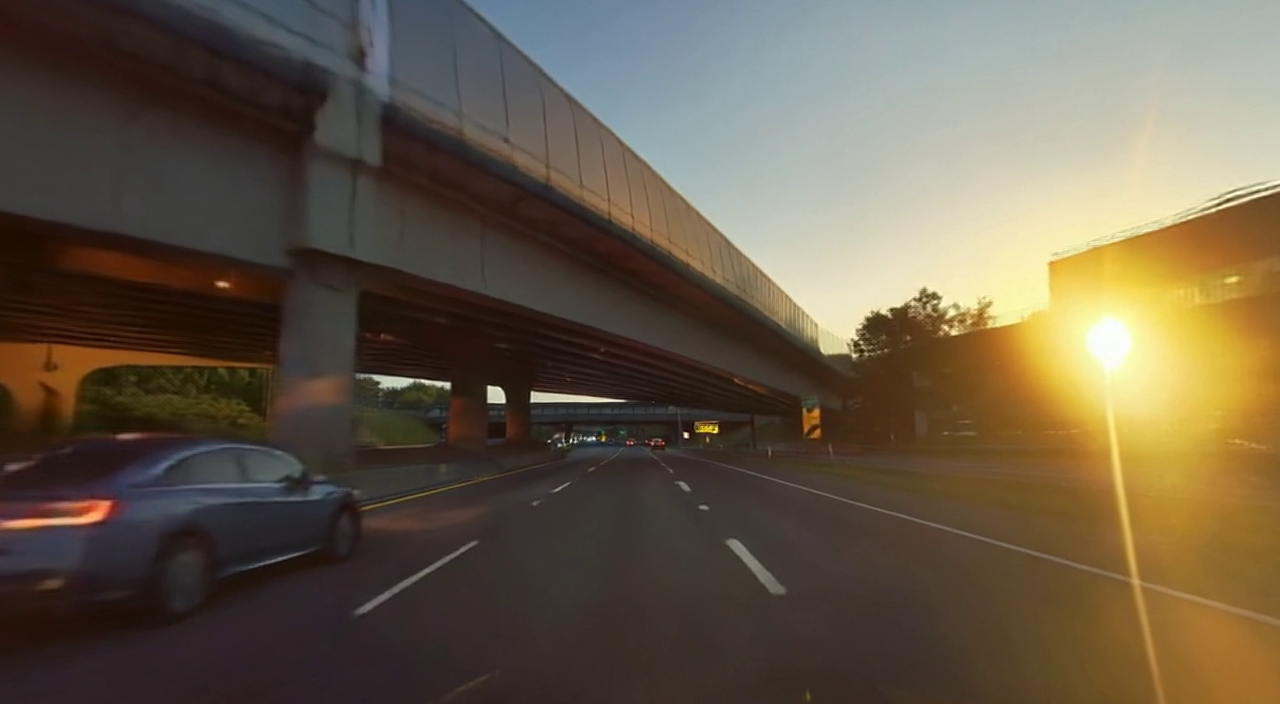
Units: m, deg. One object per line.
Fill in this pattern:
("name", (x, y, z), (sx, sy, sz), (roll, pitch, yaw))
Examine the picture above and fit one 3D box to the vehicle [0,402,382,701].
("vehicle", (-4.089, 1.290, 5.225), (1.934, 1.451, 4.544), (0, -8, 1))
